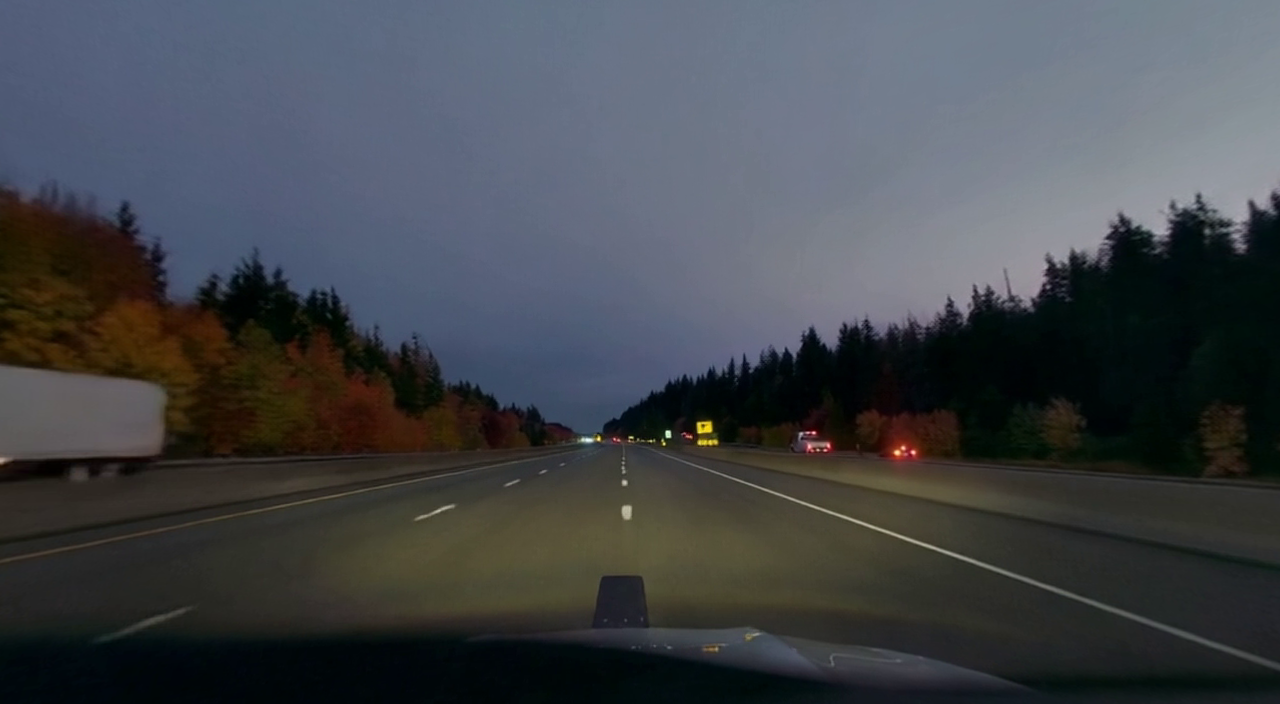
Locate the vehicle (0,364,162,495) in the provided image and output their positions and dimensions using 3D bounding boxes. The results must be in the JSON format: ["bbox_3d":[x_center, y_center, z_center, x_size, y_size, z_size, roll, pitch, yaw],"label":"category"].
[{"bbox_3d":[-21.925,2.463,19.923,2.969,4.157,13.943,0,-8,-2],"label":"vehicle"}]
